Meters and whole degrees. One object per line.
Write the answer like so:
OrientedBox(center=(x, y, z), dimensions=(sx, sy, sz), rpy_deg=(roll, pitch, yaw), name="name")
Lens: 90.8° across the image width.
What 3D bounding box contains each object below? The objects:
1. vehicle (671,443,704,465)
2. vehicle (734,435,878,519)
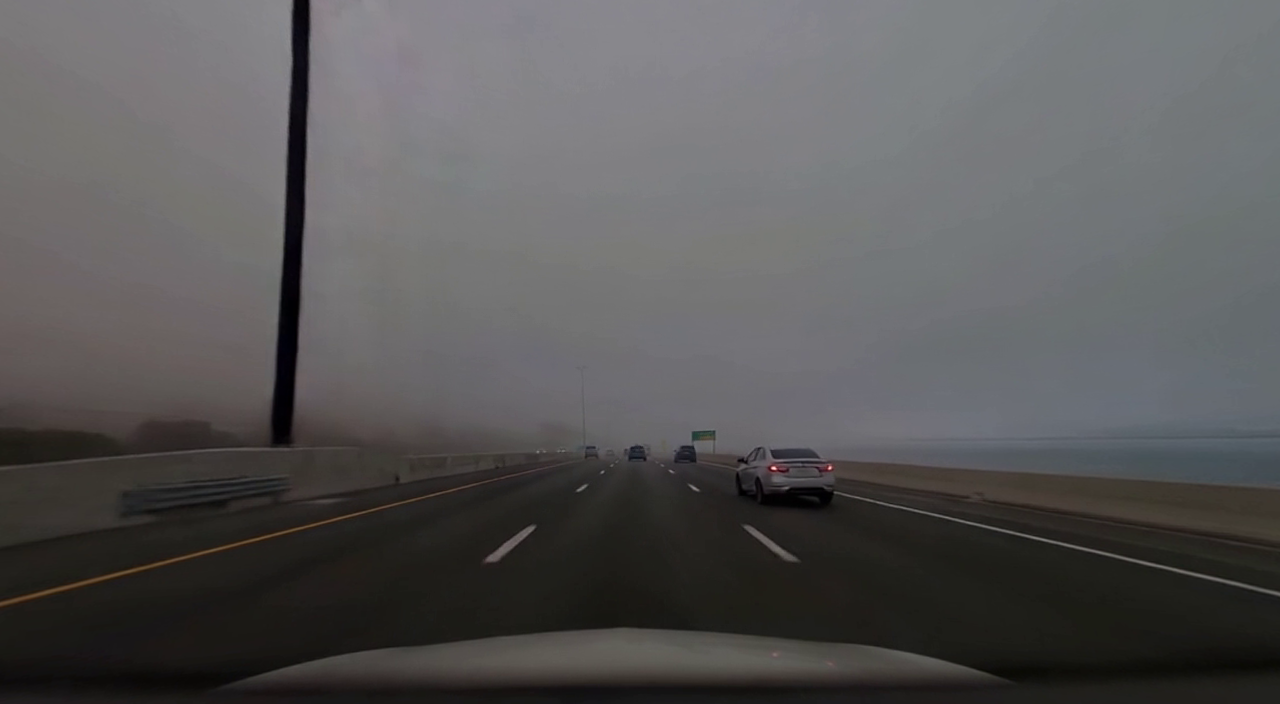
OrientedBox(center=(3.509, 7.655, 47.465), dimensions=(2.000, 1.533, 4.438), rpy_deg=(0, -9, -1), name="vehicle")
OrientedBox(center=(3.327, 2.594, 13.656), dimensions=(1.890, 1.490, 4.373), rpy_deg=(0, -9, -1), name="vehicle")
